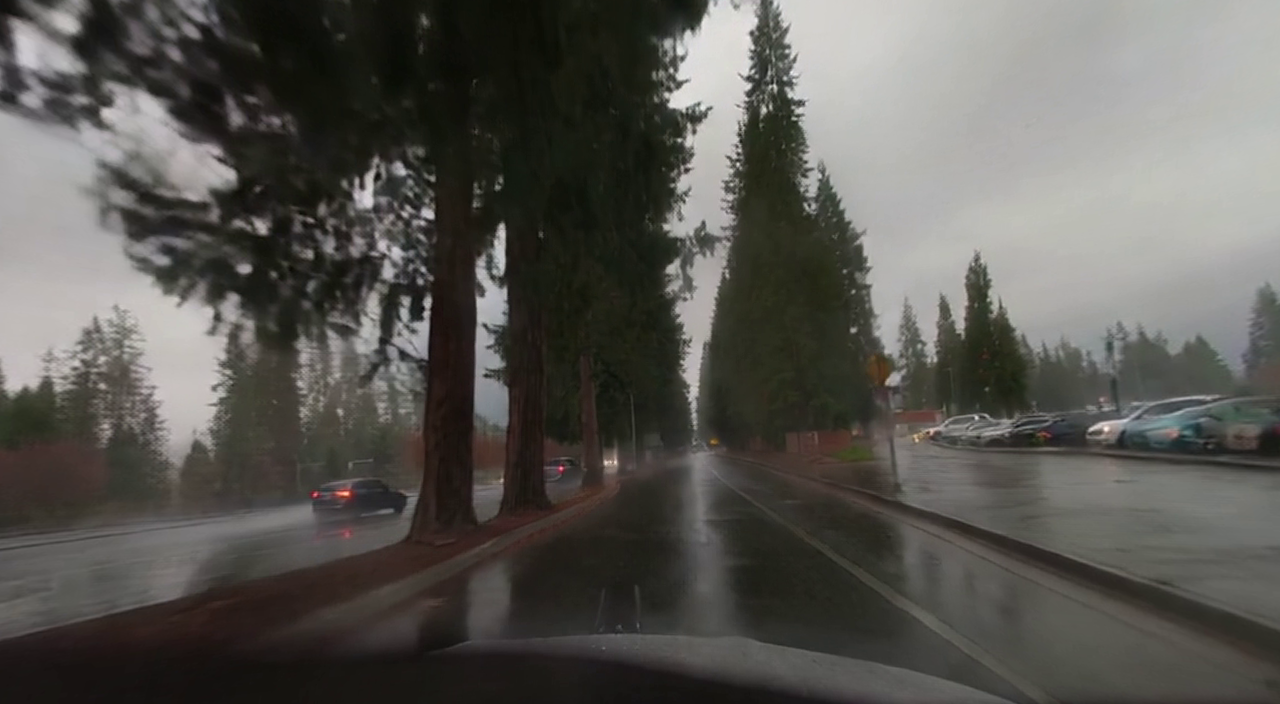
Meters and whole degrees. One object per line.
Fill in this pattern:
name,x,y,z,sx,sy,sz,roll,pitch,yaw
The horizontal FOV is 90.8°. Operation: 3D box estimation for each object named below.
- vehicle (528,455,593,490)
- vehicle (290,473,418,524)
vehicle,-4.283,6.576,34.875,2.049,1.699,4.860,-2,-9,12
vehicle,-10.848,5.574,24.433,1.886,1.535,4.742,-2,-9,14
